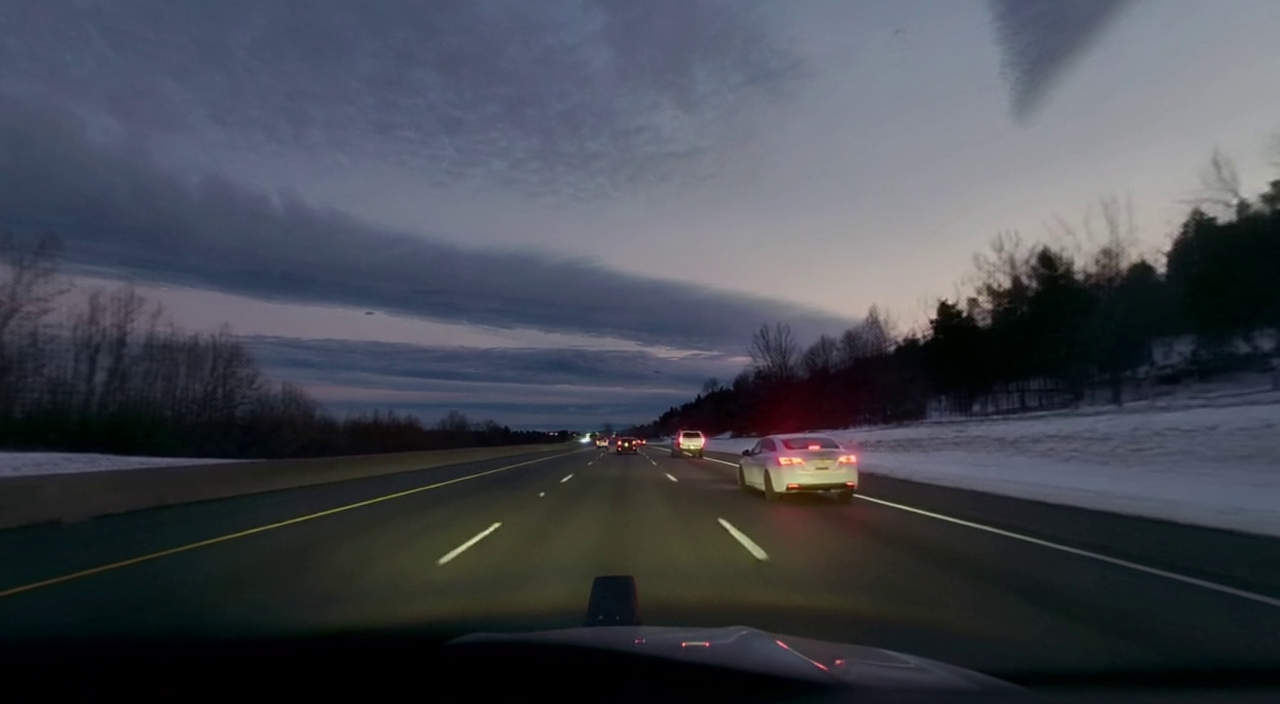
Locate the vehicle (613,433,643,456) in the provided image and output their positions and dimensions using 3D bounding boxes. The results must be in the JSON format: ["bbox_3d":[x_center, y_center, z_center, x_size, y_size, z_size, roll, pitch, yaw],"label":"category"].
[{"bbox_3d":[-0.958,7.001,47.712,2.182,1.680,4.253,0,-8,-2],"label":"vehicle"}]

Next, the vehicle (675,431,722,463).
[{"bbox_3d":[3.245,5.352,35.601,2.098,1.677,4.275,0,-8,-2],"label":"vehicle"}]

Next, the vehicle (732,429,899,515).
[{"bbox_3d":[3.430,2.424,13.395,2.056,1.479,4.660,0,-8,-2],"label":"vehicle"}]
